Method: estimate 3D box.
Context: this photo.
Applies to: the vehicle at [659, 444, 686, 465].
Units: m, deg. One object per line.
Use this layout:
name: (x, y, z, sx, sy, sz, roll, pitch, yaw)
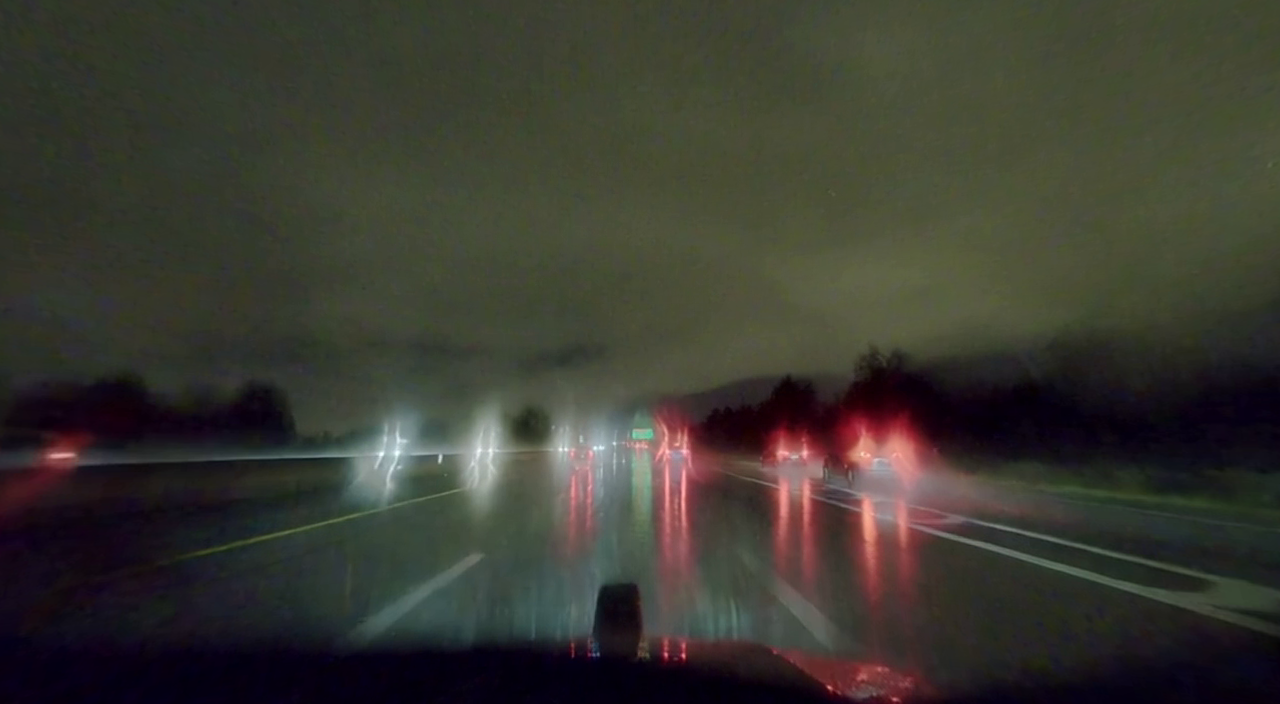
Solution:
vehicle: (2.469, 7.991, 48.948, 1.895, 1.555, 4.030, 0, -9, 0)
